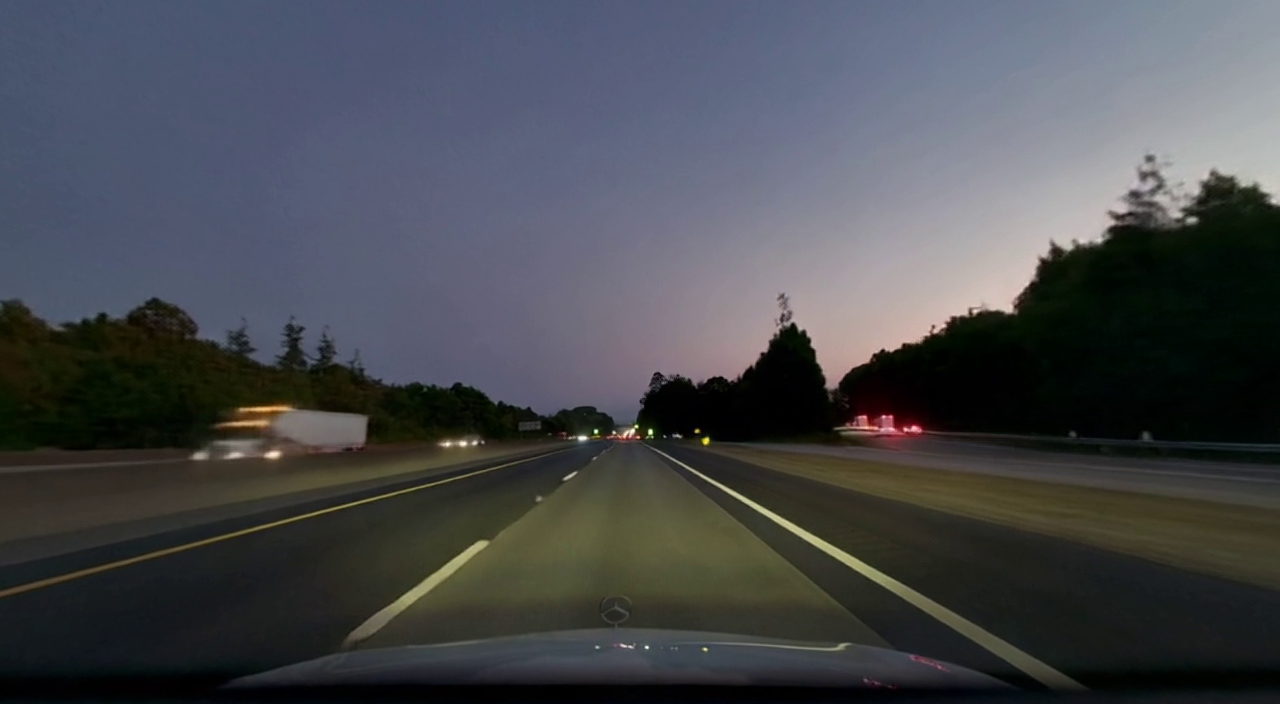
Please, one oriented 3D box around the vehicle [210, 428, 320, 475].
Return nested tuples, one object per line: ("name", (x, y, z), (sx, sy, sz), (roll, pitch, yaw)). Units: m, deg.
("vehicle", (-16.910, 4.497, 28.733), (2.068, 1.935, 4.791), (0, -8, 0))
